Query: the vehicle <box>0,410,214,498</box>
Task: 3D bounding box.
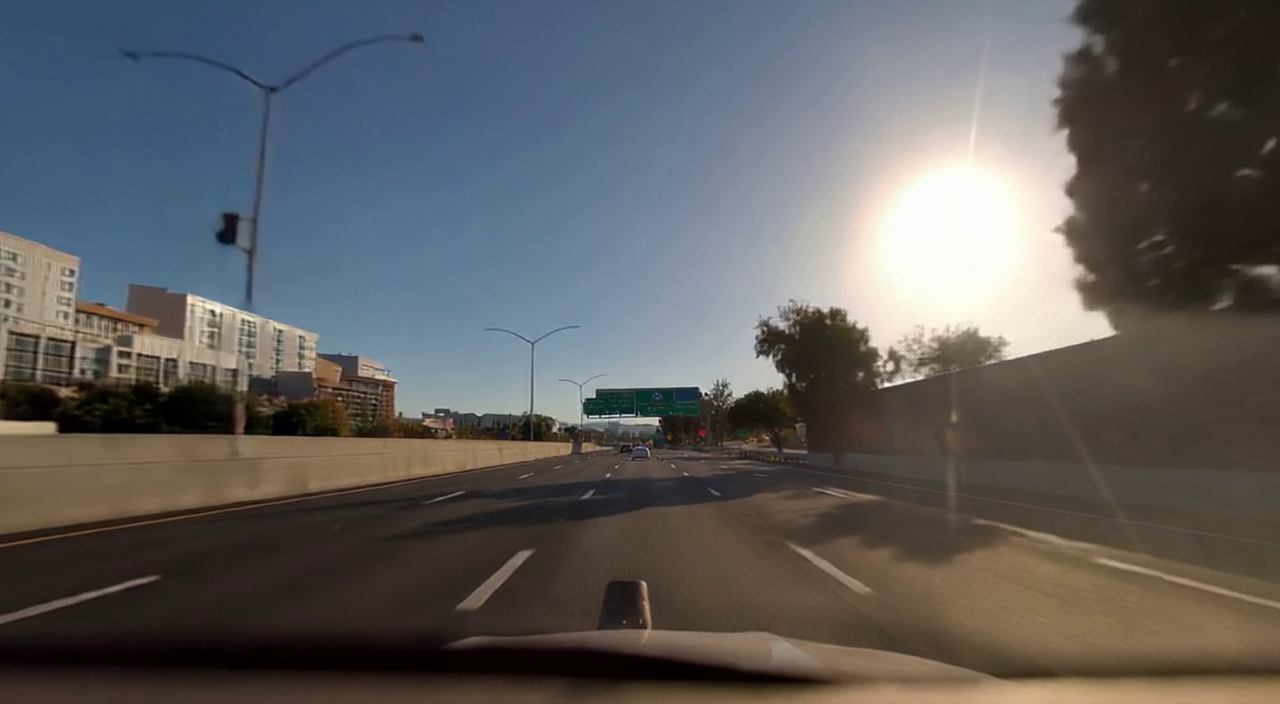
[{"bbox_3d":[-29.321,4.950,30.497,2.814,3.766,20.399,-1,-9,1],"label":"vehicle"}]
